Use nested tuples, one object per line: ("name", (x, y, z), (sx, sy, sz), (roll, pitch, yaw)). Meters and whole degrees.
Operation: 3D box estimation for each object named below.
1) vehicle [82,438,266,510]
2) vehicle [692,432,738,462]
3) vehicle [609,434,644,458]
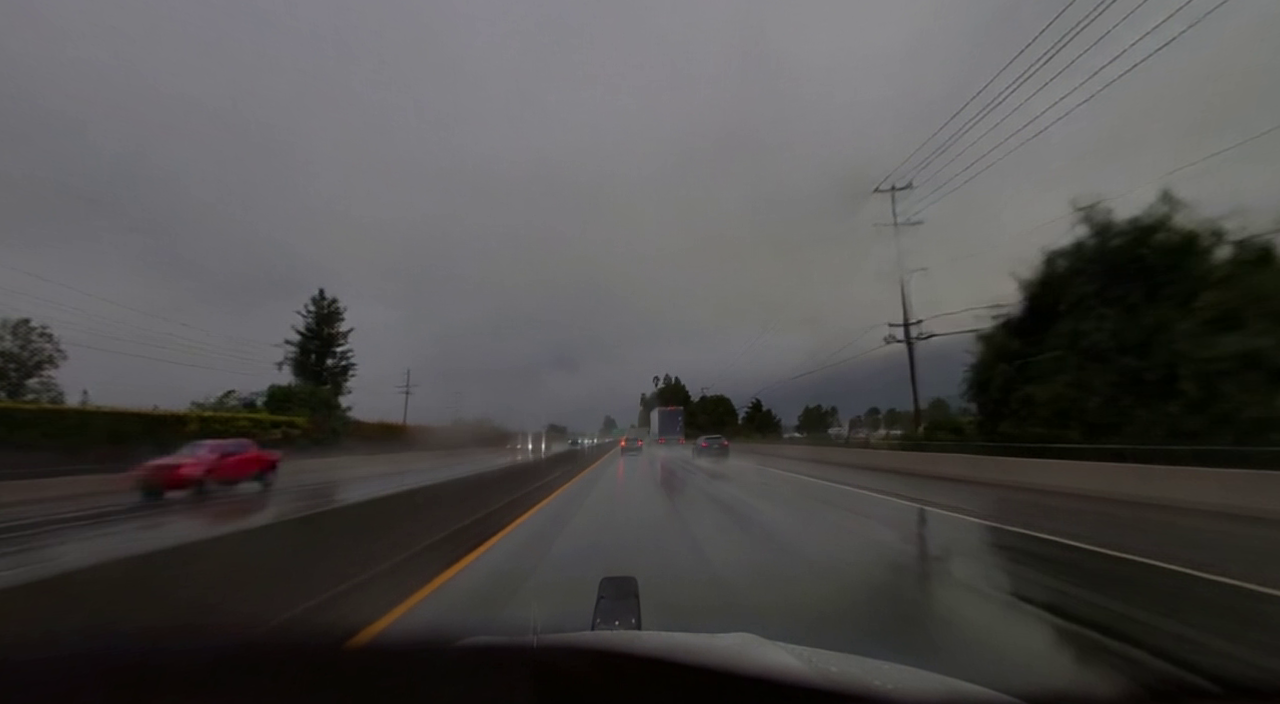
("vehicle", (-13.117, 3.398, 18.175), (2.119, 1.787, 4.146), (0, -7, -1))
("vehicle", (4.149, 5.281, 35.429), (1.930, 1.573, 3.853), (0, -7, -2))
("vehicle", (-0.850, 6.079, 40.859), (2.163, 1.466, 3.693), (0, -7, -1))
